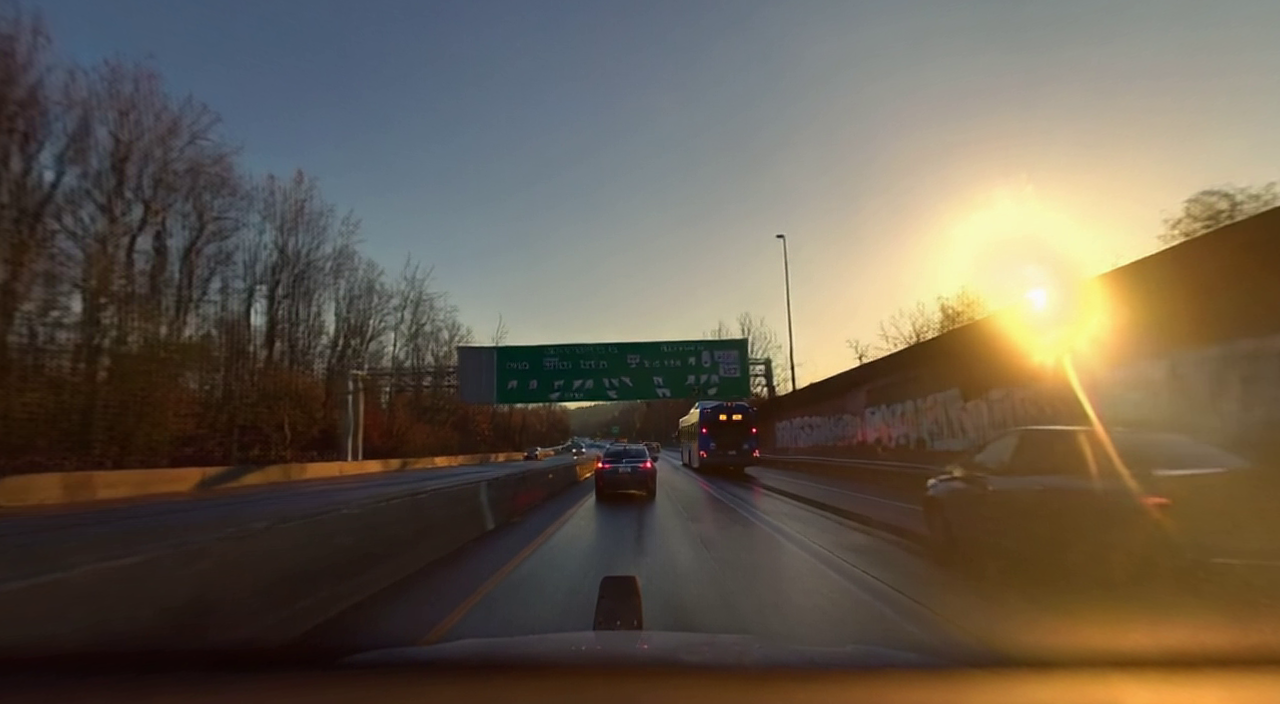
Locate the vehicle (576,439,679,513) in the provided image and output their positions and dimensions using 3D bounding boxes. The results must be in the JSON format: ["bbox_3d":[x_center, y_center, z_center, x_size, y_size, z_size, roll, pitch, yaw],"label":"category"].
[{"bbox_3d":[-0.264,2.944,15.334,2.160,1.532,4.073,-1,-9,0],"label":"vehicle"}]

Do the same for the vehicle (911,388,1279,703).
[{"bbox_3d":[3.923,1.203,4.695,1.995,1.507,3.915,-1,-9,0],"label":"vehicle"}]

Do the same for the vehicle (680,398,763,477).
[{"bbox_3d":[4.074,4.818,34.495,3.055,3.479,12.521,-1,-9,1],"label":"vehicle"}]
